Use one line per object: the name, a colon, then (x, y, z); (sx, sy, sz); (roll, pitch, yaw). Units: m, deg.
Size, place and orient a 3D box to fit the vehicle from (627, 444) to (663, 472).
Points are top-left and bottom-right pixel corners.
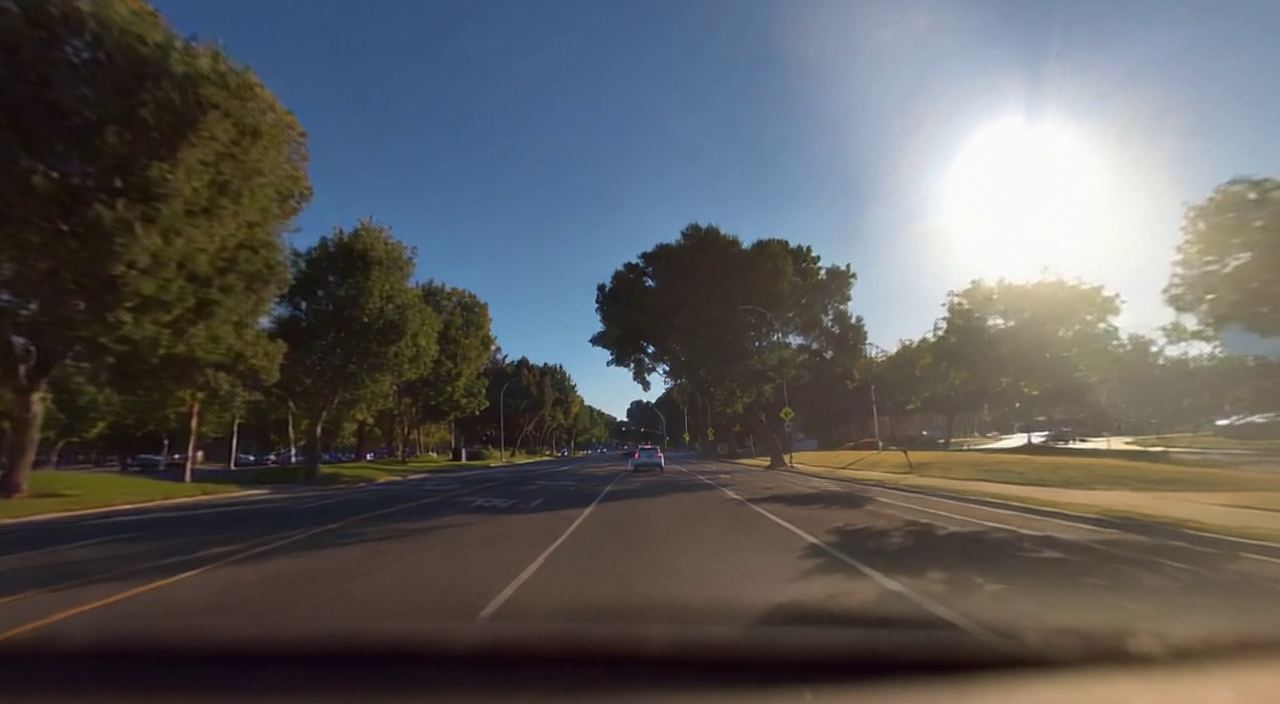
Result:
vehicle: (0.250, 6.113, 36.658); (1.978, 1.499, 3.915); (0, -8, -1)
